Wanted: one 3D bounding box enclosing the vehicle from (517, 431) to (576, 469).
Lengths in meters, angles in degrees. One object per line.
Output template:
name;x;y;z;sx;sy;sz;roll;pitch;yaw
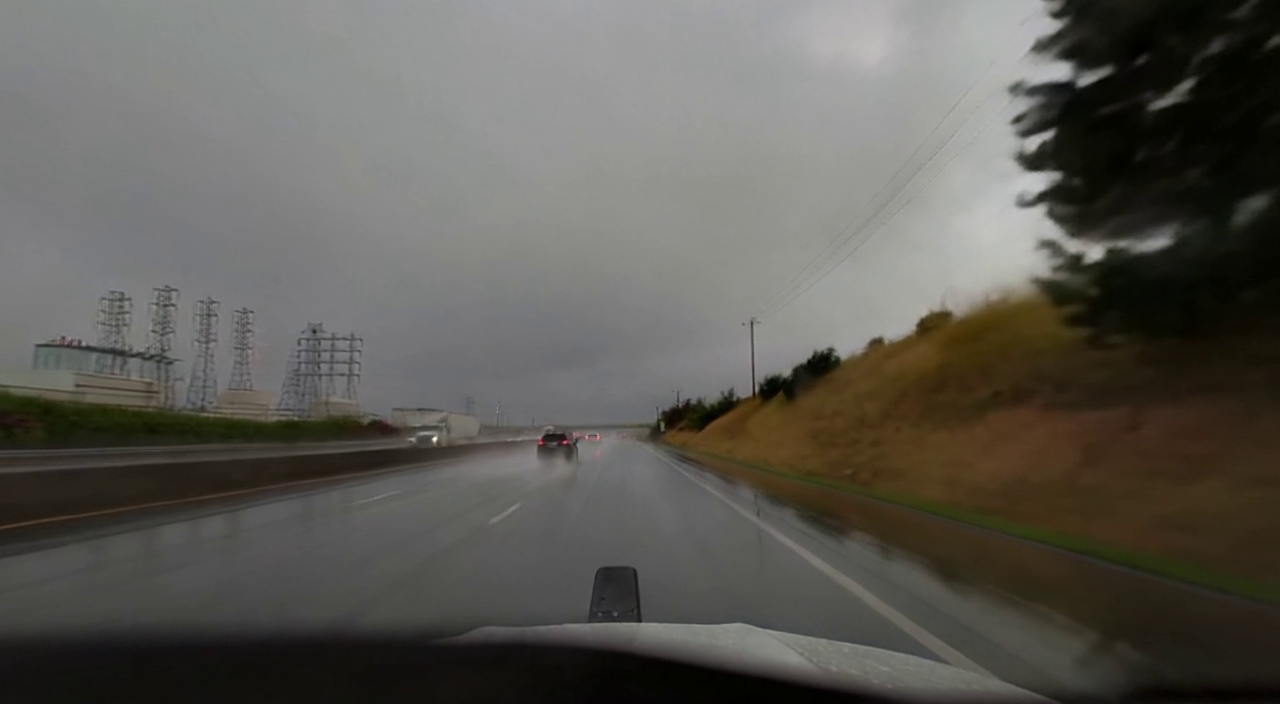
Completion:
vehicle;-3.875;4.118;26.701;1.952;1.462;3.969;0;-8;-1
